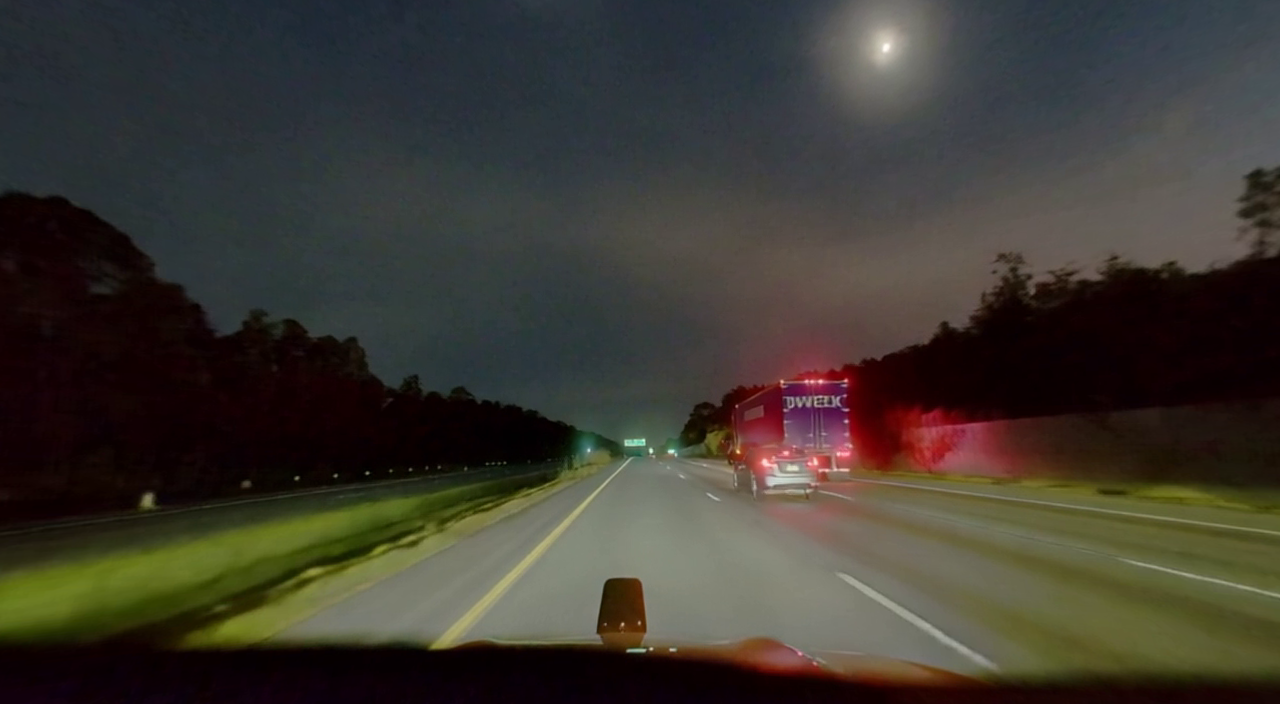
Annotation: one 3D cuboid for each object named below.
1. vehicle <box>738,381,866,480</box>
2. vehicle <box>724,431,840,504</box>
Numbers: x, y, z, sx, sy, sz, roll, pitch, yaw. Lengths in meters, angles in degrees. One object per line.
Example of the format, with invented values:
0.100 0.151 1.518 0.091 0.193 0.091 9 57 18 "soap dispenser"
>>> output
7.994 4.426 34.000 3.088 4.217 14.033 0 -9 0 "vehicle"
3.711 3.113 17.333 2.093 1.742 4.167 0 -9 -1 "vehicle"
